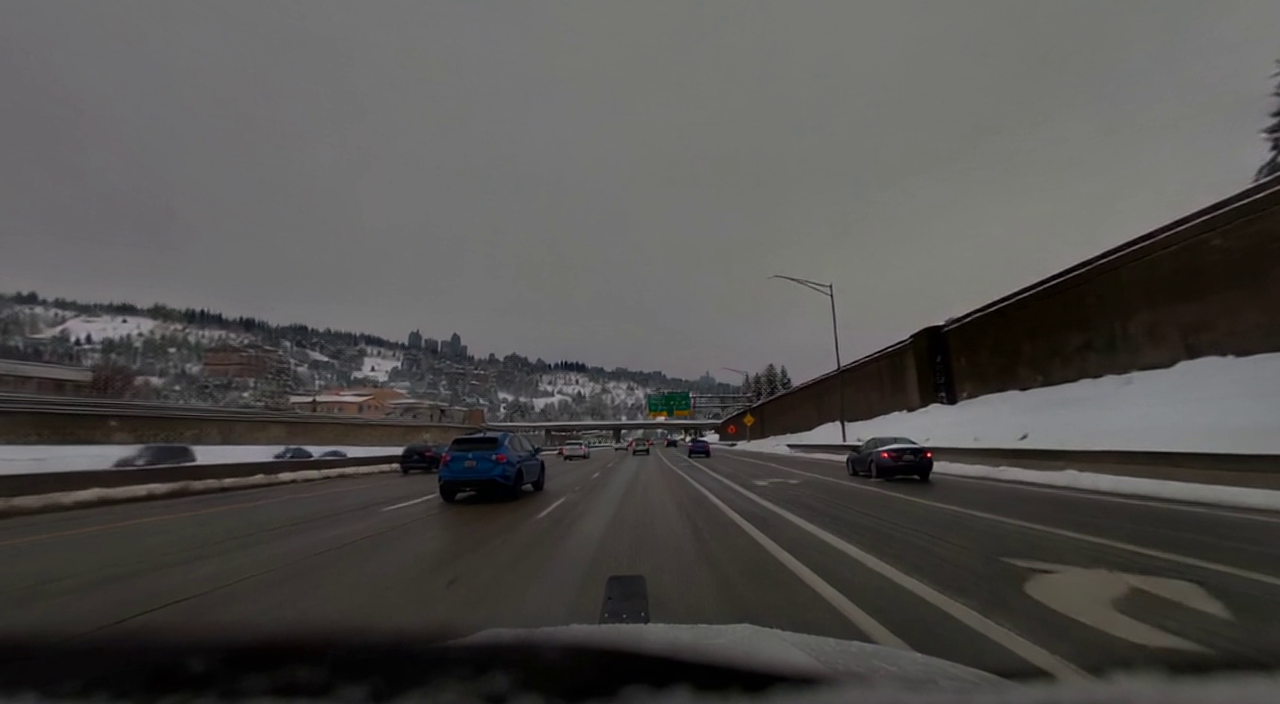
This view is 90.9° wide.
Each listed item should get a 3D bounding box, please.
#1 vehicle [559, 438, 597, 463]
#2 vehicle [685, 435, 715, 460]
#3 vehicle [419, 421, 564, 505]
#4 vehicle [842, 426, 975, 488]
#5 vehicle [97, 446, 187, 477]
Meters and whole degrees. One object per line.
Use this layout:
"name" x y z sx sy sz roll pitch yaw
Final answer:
"vehicle" -4.500 7.214 46.325 2.076 1.730 4.537 -1 -8 3
"vehicle" 4.668 7.487 49.346 2.172 1.824 5.031 -1 -8 4
"vehicle" -3.385 2.676 15.666 2.210 1.730 5.133 -1 -8 2
"vehicle" 7.988 3.171 19.333 2.122 1.646 4.491 0 -8 0
"vehicle" -27.073 5.941 34.464 1.705 1.520 3.769 -1 -8 2
